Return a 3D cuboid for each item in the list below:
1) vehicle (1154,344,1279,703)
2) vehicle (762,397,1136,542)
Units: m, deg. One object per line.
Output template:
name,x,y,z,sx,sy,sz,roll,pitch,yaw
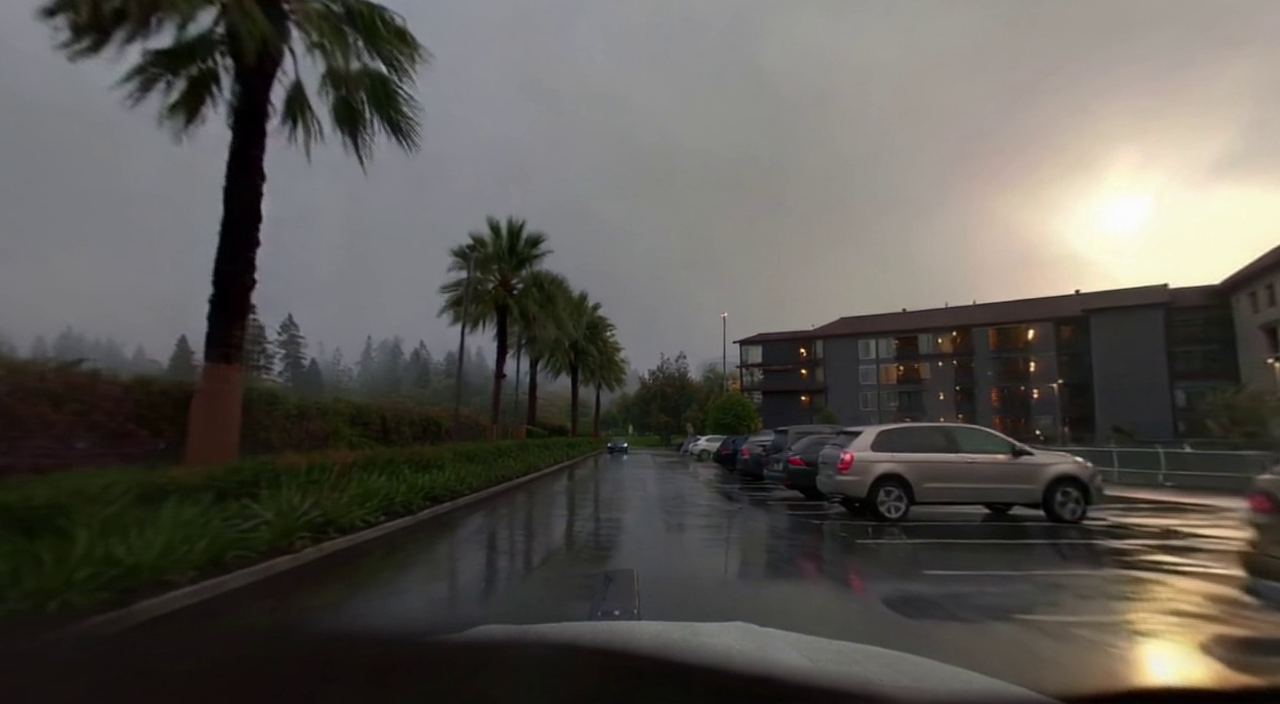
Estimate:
vehicle,5.975,0.849,2.988,5.381,1.826,2.047,1,-9,-4
vehicle,5.246,2.047,11.497,5.639,2.033,2.172,3,-7,3
